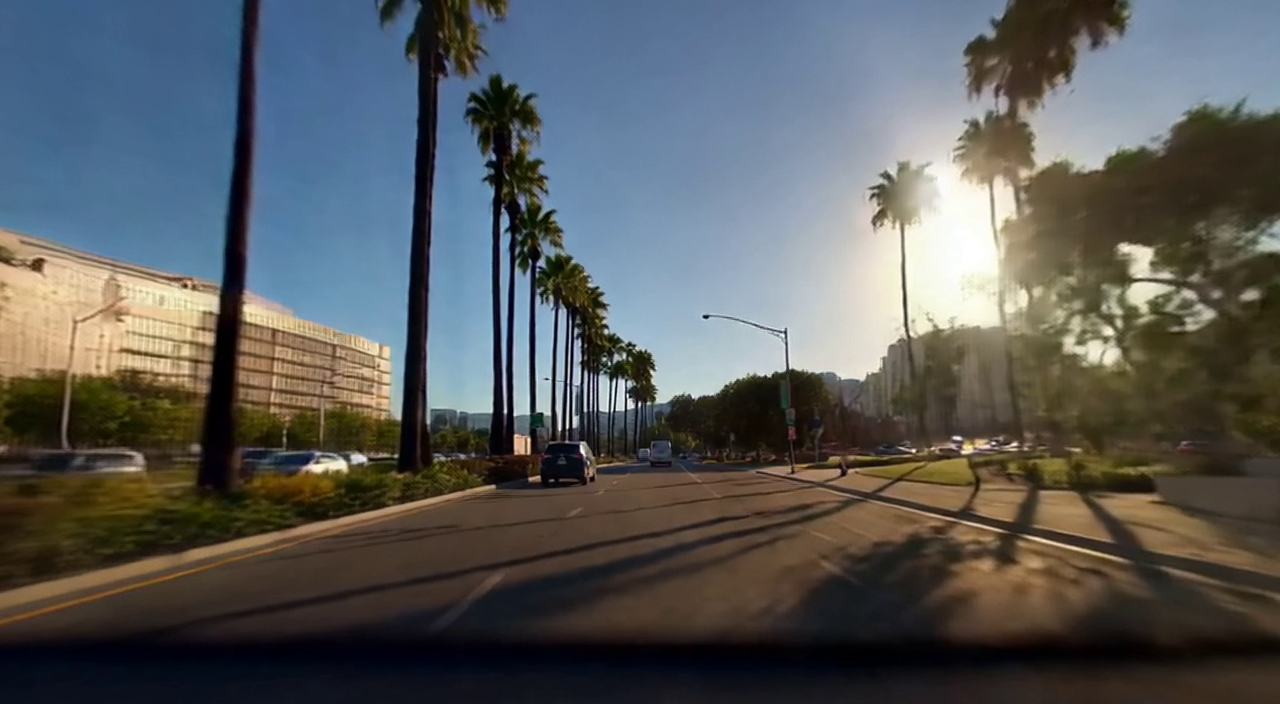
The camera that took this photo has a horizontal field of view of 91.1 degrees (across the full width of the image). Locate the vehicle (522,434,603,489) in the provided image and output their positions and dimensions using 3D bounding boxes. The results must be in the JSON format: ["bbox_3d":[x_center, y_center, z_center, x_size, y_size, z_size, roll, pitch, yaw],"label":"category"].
[{"bbox_3d":[-2.768,4.069,23.723,2.188,1.819,4.667,-1,-8,4],"label":"vehicle"}]

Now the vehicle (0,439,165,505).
[{"bbox_3d":[-20.368,4.105,22.143,2.425,1.960,5.936,0,-8,2],"label":"vehicle"}]

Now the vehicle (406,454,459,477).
[{"bbox_3d":[-15.264,8.377,46.463,2.195,1.559,4.362,-1,-8,3],"label":"vehicle"}]

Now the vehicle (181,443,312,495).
[{"bbox_3d":[-16.011,4.741,25.937,2.142,1.913,4.745,0,-8,2],"label":"vehicle"}]

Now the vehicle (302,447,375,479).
[{"bbox_3d":[-19.816,7.297,41.573,2.146,1.913,4.993,0,-8,3],"label":"vehicle"}]
